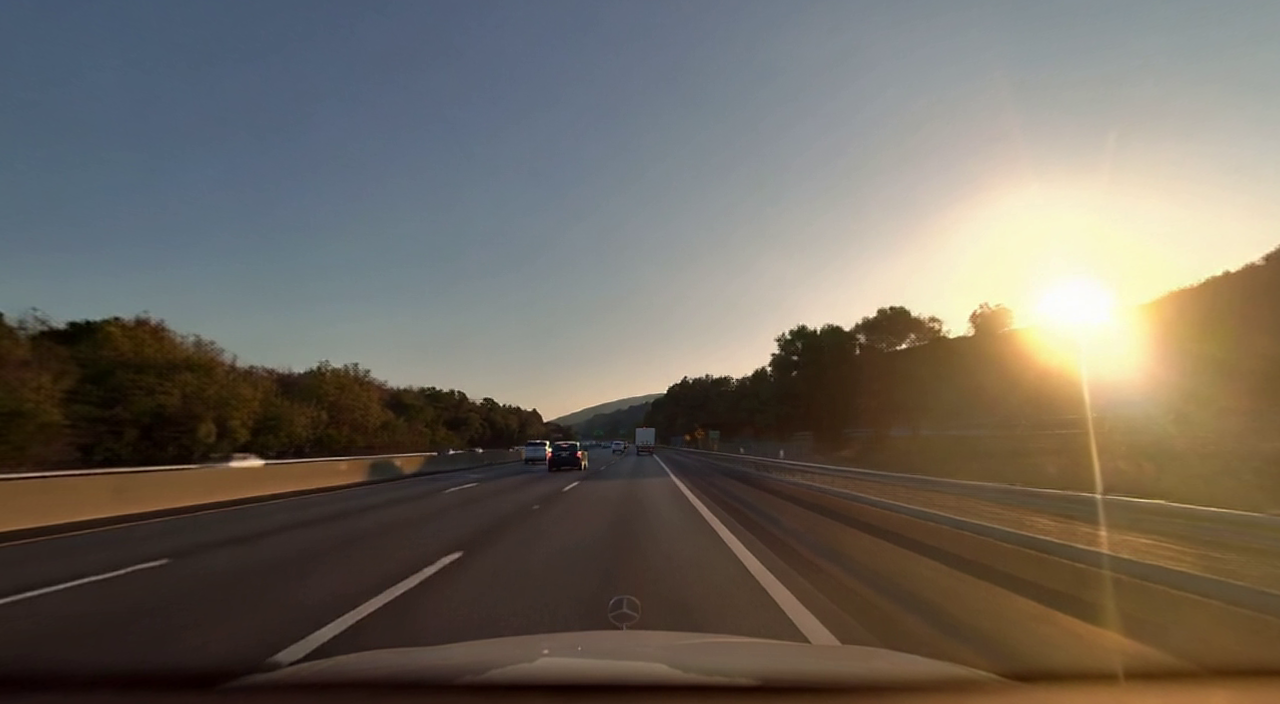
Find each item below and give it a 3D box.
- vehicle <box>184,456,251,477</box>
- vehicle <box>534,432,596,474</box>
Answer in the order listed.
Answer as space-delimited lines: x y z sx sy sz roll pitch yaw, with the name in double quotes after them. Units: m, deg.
-32.777 8.911 49.085 2.019 1.469 4.523 0 -8 1 "vehicle"
-3.450 4.794 30.070 2.283 1.802 4.810 0 -8 1 "vehicle"
